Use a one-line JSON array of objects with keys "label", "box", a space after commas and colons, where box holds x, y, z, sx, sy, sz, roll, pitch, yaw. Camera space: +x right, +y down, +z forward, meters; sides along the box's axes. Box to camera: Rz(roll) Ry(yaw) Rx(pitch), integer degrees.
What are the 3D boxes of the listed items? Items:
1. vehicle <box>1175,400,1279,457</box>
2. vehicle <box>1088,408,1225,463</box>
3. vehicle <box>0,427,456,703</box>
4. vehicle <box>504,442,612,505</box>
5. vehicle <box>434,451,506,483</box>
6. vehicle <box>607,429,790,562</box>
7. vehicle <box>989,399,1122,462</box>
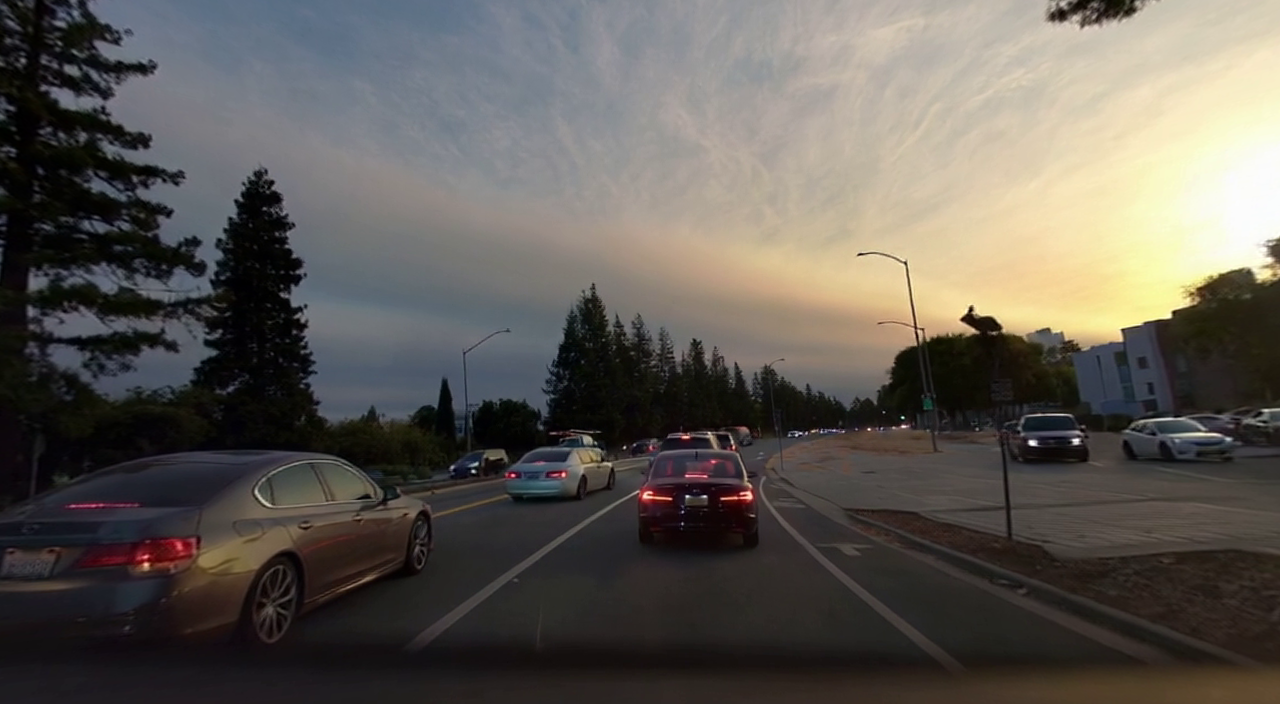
[{"label": "vehicle", "box": [20.197, 2.514, 20.864, 1.902, 1.529, 3.937, -10, -10, 12]}, {"label": "vehicle", "box": [17.359, 2.859, 21.432, 1.803, 1.518, 3.893, -7, -9, 11]}, {"label": "vehicle", "box": [-3.225, 1.448, 5.181, 1.940, 1.502, 4.241, -1, -9, 3]}, {"label": "vehicle", "box": [-2.082, 3.257, 17.377, 1.870, 1.490, 4.187, -1, -9, 8]}, {"label": "vehicle", "box": [-8.746, 5.950, 32.908, 1.947, 1.482, 4.589, -1, -9, 8]}, {"label": "vehicle", "box": [0.841, 2.004, 9.522, 2.142, 1.528, 4.133, -1, -9, 5]}, {"label": "vehicle", "box": [14.223, 2.813, 21.963, 2.288, 1.933, 4.612, -2, -9, 13]}]
